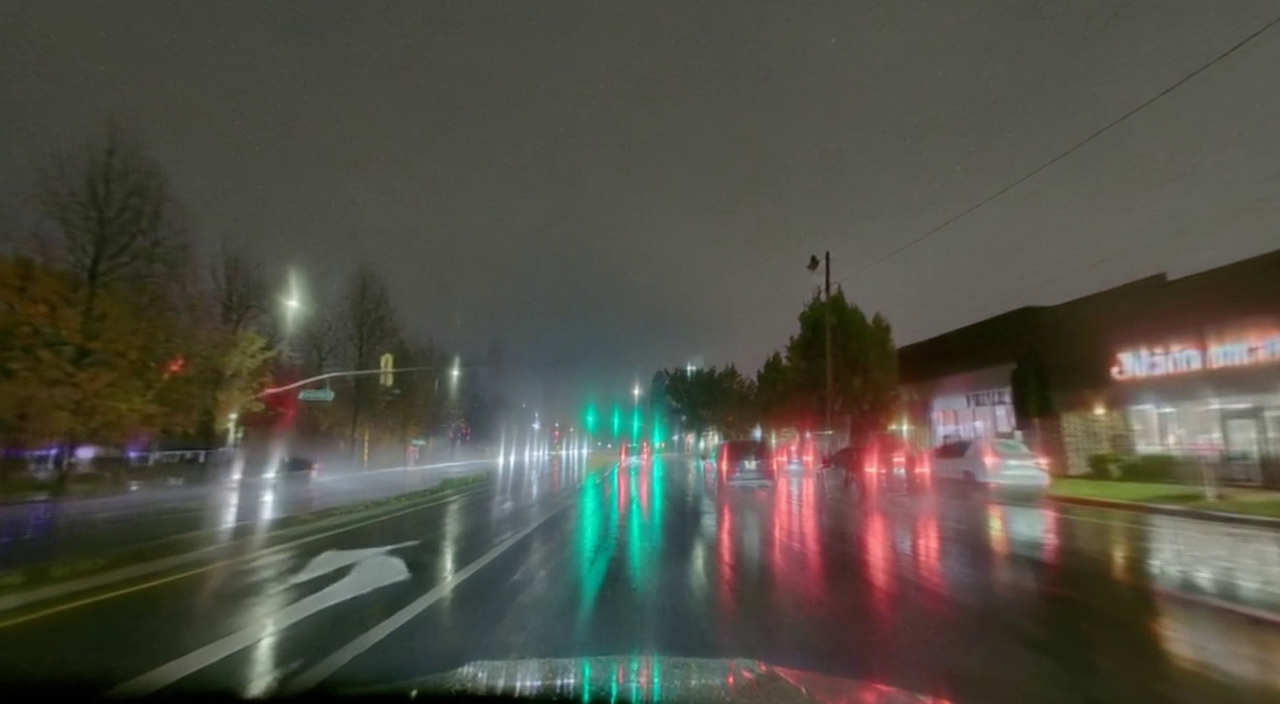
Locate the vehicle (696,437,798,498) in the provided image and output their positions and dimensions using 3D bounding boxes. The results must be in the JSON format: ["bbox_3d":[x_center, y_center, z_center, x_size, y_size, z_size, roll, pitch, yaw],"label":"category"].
[{"bbox_3d":[2.970,3.320,18.644,2.072,1.545,4.578,0,-8,-2],"label":"vehicle"}]

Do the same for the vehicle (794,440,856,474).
[{"bbox_3d":[10.536,6.001,36.353,2.079,1.798,4.979,0,-8,1],"label":"vehicle"}]

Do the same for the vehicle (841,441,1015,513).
[{"bbox_3d":[6.619,2.899,15.230,1.952,1.449,4.544,0,-8,-1],"label":"vehicle"}]

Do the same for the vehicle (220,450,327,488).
[{"bbox_3d":[-15.931,5.091,27.791,1.921,1.480,4.577,0,-8,0],"label":"vehicle"}]

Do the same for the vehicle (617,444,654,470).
[{"bbox_3d":[-0.261,6.141,37.180,2.052,1.461,4.324,0,-8,0],"label":"vehicle"}]
